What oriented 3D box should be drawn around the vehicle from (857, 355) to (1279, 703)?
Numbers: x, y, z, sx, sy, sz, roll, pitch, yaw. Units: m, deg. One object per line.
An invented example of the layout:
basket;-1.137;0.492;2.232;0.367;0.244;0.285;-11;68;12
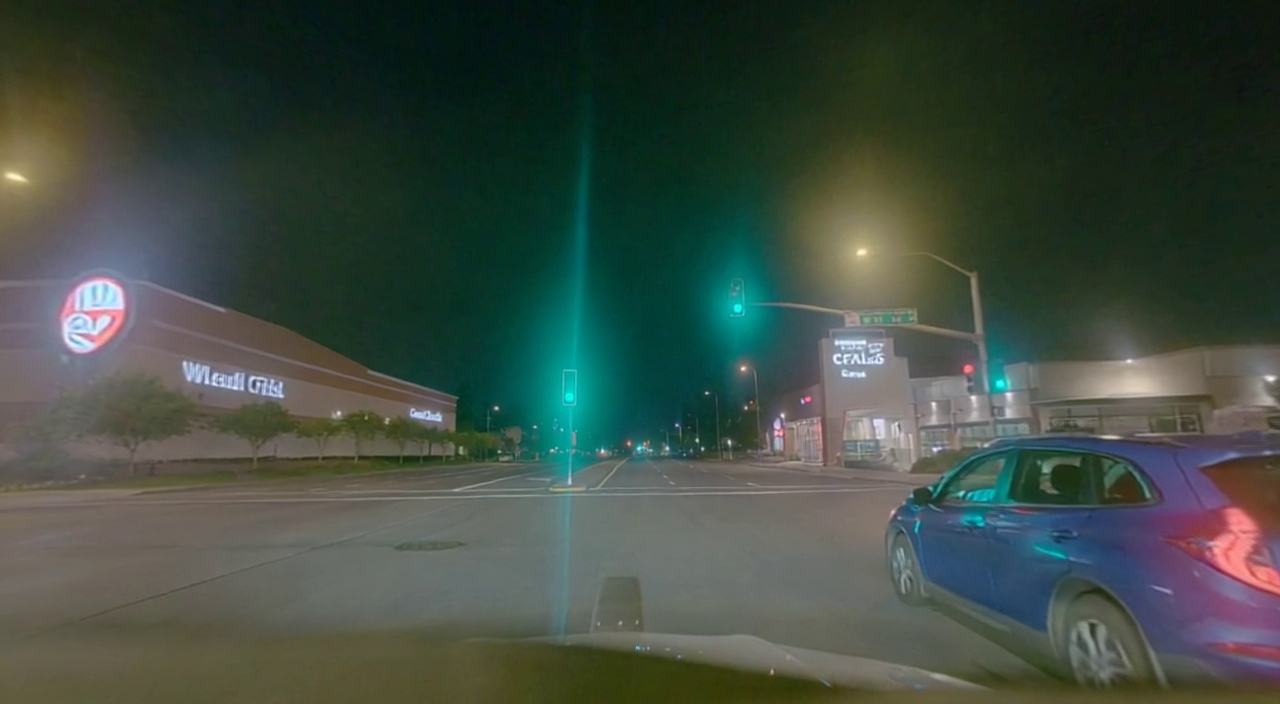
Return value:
vehicle;3.196;1.077;3.798;2.015;1.641;4.995;0;-8;0
